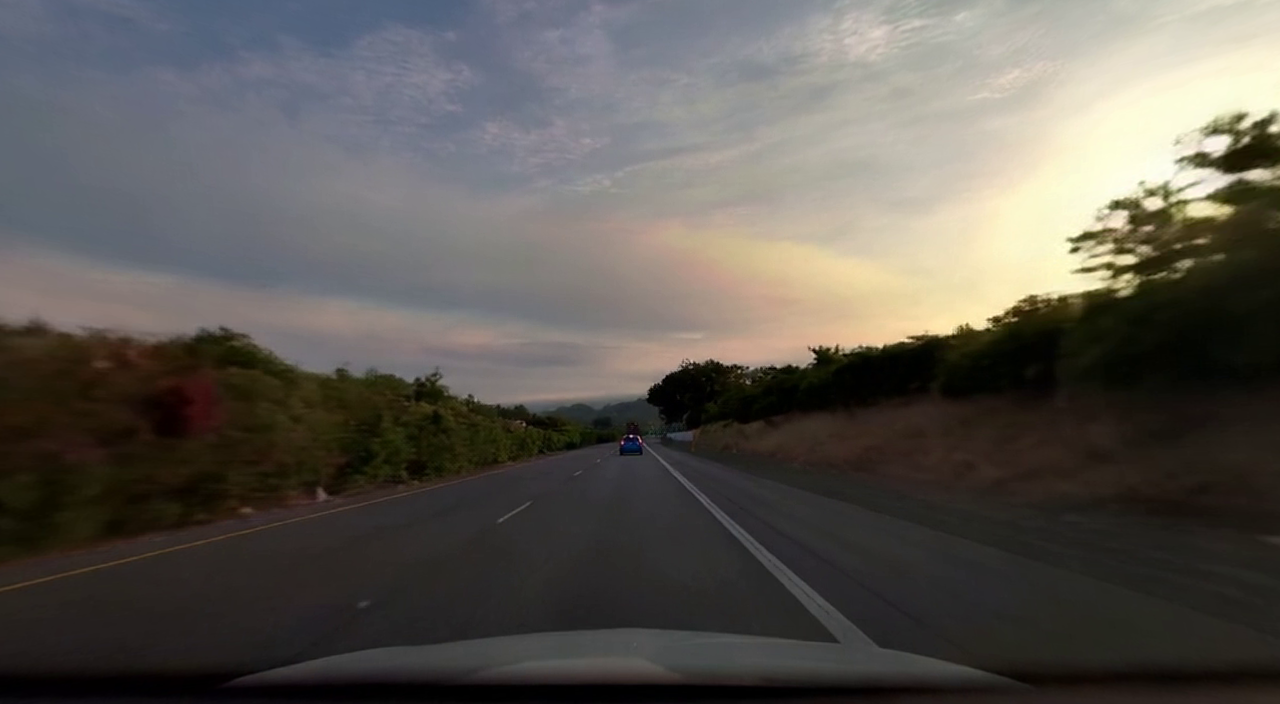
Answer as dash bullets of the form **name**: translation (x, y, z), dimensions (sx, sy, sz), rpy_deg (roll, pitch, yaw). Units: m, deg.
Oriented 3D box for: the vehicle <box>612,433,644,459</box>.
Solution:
- **vehicle**: translation (-0.827, 6.596, 44.366), dimensions (2.180, 1.717, 4.139), rpy_deg (0, -8, -1)
